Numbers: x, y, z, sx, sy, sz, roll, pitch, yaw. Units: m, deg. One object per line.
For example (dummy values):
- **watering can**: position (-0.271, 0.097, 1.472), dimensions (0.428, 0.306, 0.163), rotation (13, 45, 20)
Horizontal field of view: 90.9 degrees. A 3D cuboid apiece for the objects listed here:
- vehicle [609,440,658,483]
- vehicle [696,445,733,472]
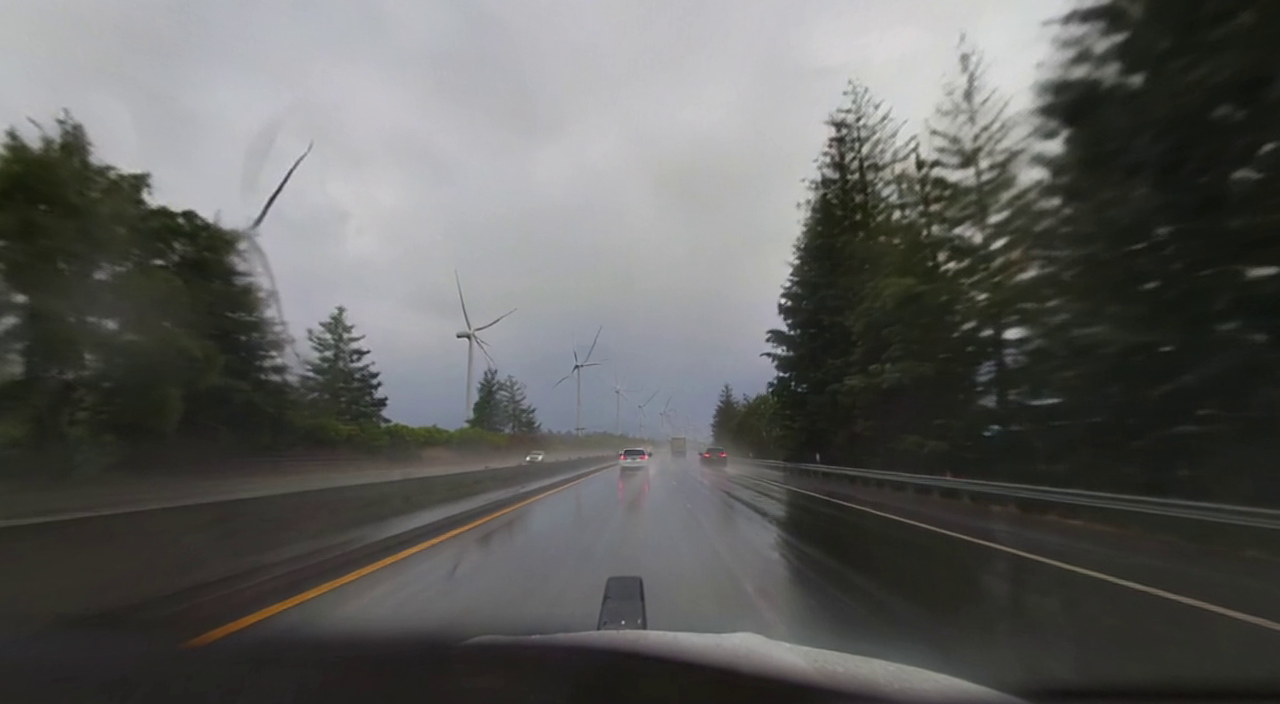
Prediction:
- **vehicle**: position (-0.227, 4.869, 28.212), dimensions (2.038, 1.723, 4.150), rotation (0, -9, 1)
- **vehicle**: position (4.986, 7.185, 42.579), dimensions (2.040, 1.721, 4.507), rotation (0, -9, 1)
